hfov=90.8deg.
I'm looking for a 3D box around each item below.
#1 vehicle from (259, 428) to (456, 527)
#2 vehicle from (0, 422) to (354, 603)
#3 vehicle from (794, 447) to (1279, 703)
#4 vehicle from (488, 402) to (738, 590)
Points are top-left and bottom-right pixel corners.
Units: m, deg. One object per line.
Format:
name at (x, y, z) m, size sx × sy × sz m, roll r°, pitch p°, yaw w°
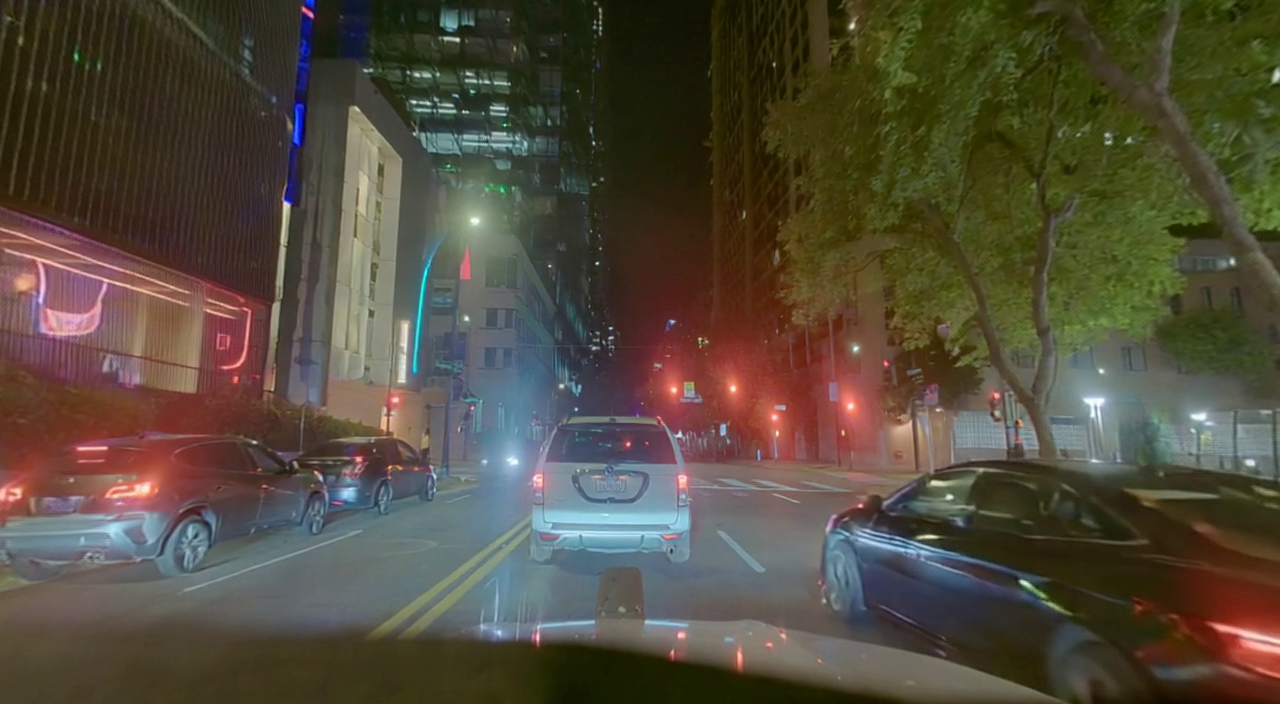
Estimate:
vehicle at (-5.871, 2.655, 13.970) m, size 2.077 × 1.791 × 4.751 m, roll 0°, pitch -9°, yaw 1°
vehicle at (-5.756, 1.858, 8.286) m, size 1.904 × 1.684 × 4.529 m, roll 0°, pitch -9°, yaw -1°
vehicle at (2.567, 1.351, 4.368) m, size 1.882 × 1.354 × 4.749 m, roll 0°, pitch -9°, yaw 1°
vehicle at (-0.227, 1.606, 7.784) m, size 2.258 × 1.687 × 3.934 m, roll 0°, pitch -9°, yaw 1°
